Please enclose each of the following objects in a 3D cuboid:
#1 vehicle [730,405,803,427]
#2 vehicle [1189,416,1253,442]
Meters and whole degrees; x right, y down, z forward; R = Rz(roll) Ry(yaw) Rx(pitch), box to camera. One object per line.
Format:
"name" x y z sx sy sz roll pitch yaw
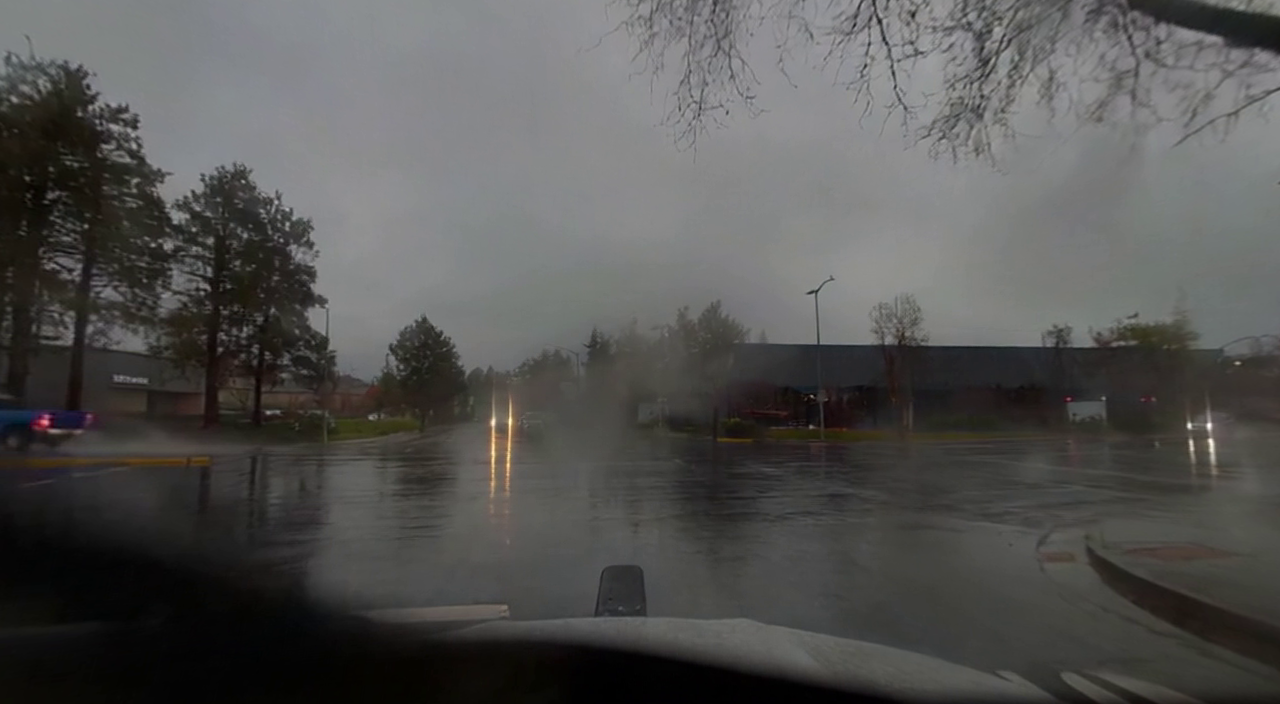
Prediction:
"vehicle" 8.927 4.527 44.385 4.674 1.483 1.745 1 -8 -7
"vehicle" 43.267 5.752 46.703 5.333 1.837 2.124 5 -10 -34
